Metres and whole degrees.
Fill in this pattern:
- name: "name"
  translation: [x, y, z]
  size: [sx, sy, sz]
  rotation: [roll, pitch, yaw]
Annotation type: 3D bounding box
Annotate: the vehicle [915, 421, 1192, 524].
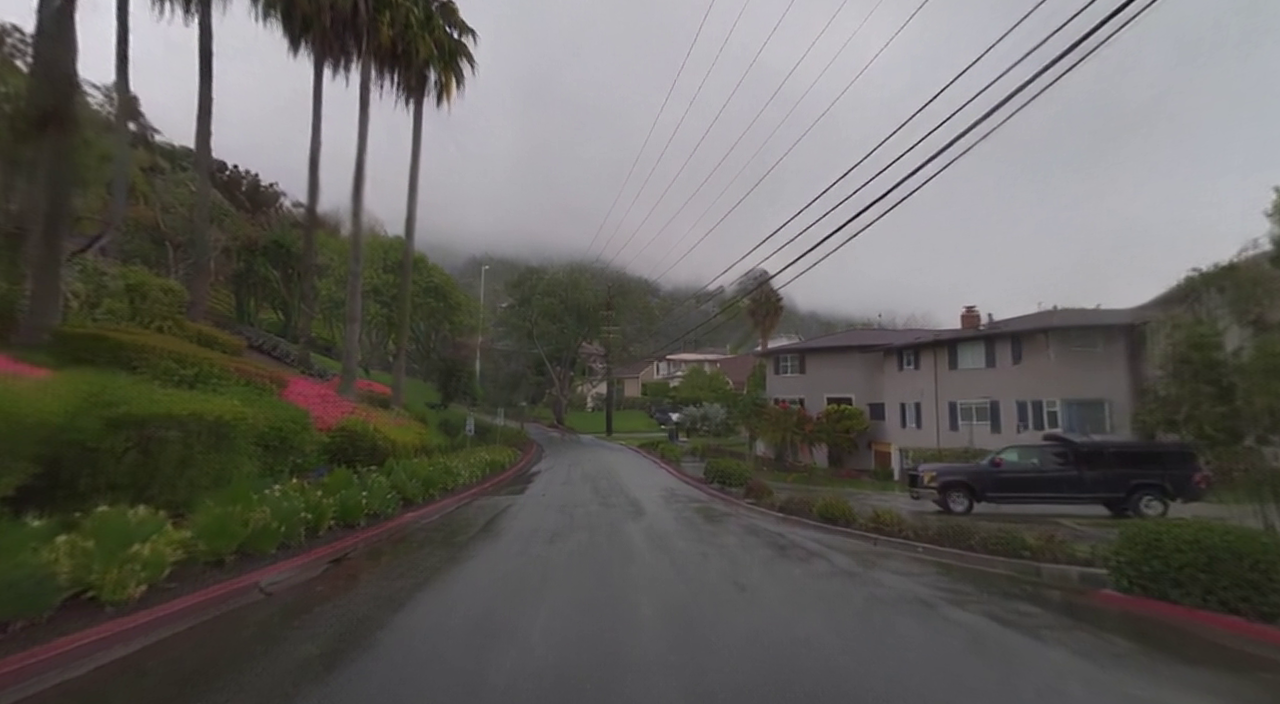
- name: "vehicle"
  translation: [9.137, 2.668, 13.938]
  size: [5.663, 1.913, 2.170]
  rotation: [5, -11, -22]
